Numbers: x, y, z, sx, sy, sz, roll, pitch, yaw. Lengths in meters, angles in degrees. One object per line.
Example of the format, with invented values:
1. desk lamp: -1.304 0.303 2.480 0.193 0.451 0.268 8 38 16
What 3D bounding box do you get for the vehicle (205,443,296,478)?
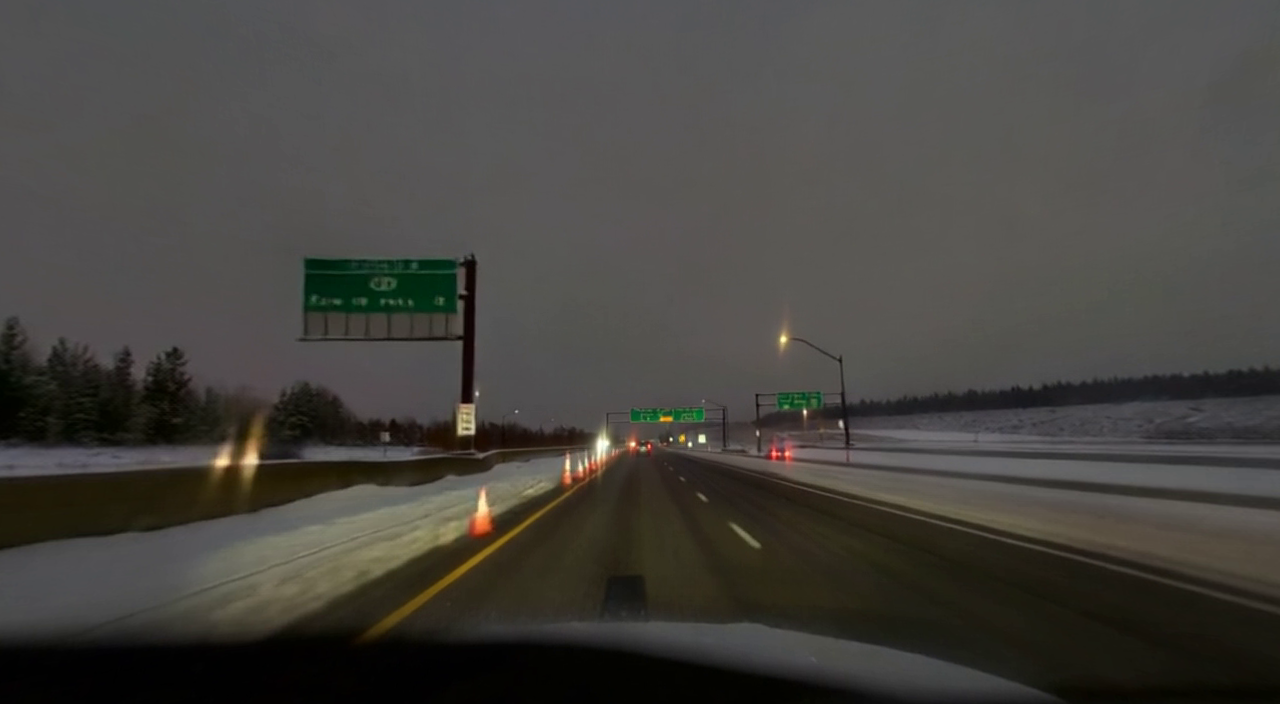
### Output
1. vehicle: -20.200 5.604 32.946 1.997 1.666 4.212 0 -8 0
